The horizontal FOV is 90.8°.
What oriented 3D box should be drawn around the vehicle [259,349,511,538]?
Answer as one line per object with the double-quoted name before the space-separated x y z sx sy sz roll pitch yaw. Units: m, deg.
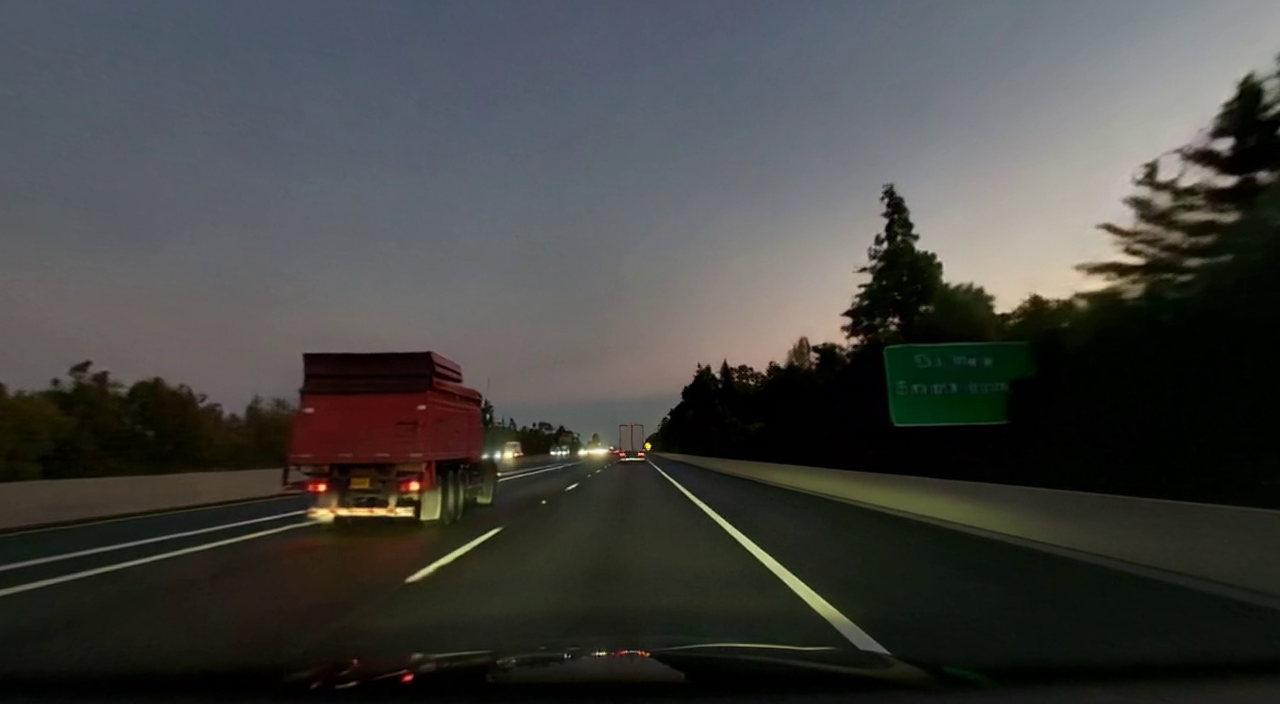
"vehicle" -4.423 1.837 12.592 2.368 2.813 6.329 0 -9 0
